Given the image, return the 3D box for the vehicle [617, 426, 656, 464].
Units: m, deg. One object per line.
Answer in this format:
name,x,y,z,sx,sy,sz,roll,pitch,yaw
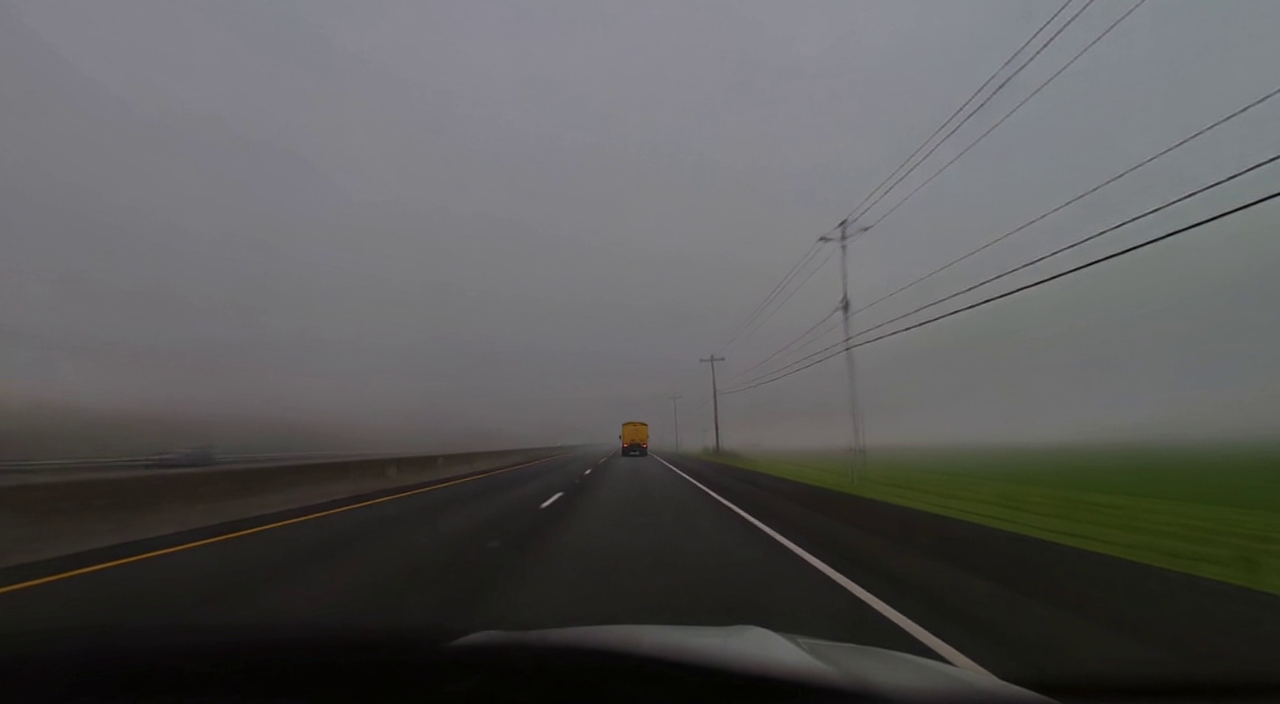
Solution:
vehicle,-0.266,5.726,38.770,2.240,2.129,4.480,0,-8,-2
